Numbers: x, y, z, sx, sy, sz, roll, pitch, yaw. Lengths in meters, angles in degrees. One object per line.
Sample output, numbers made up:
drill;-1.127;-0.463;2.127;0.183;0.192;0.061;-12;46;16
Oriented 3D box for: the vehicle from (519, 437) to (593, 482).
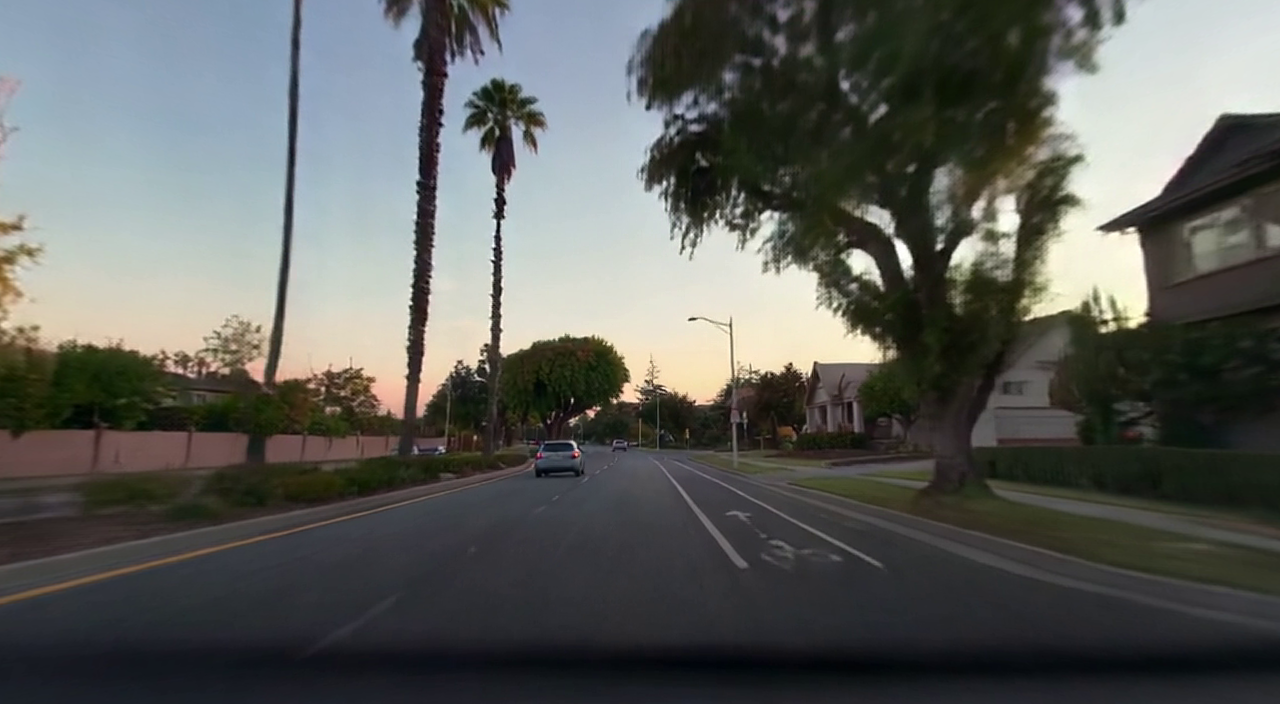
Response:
vehicle;-3.010;3.979;23.616;2.075;1.498;4.730;0;-8;1
